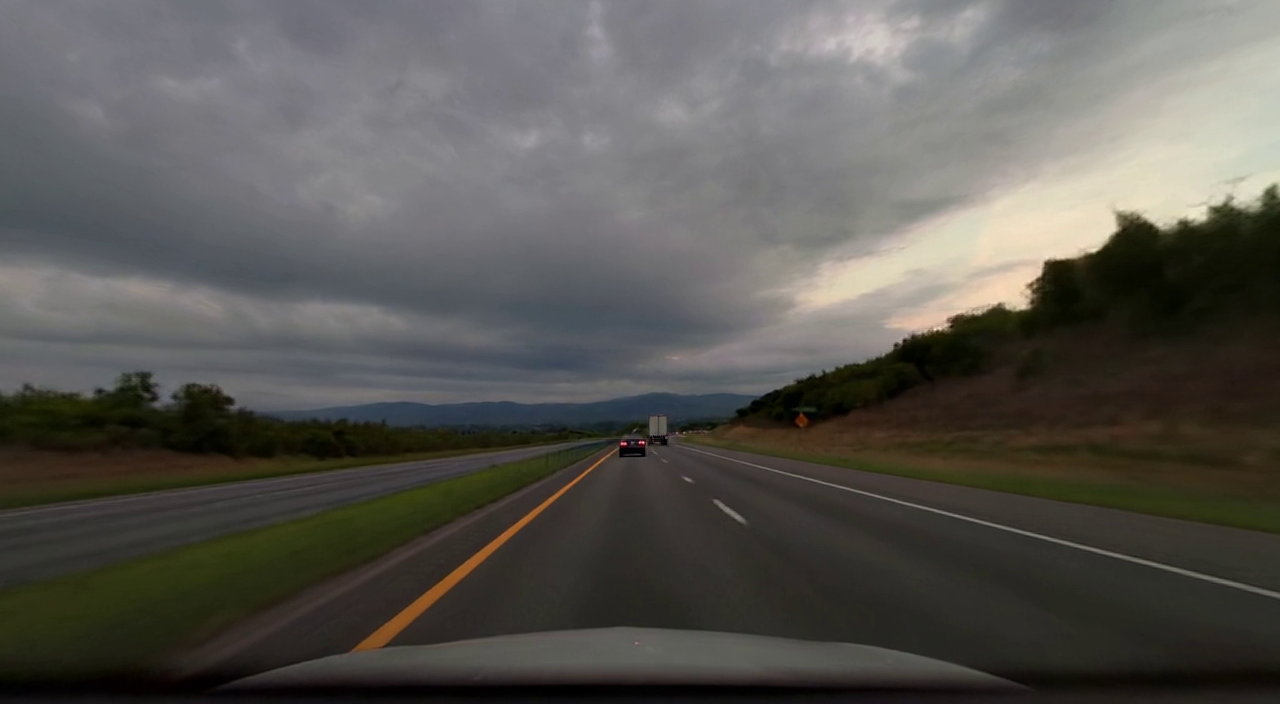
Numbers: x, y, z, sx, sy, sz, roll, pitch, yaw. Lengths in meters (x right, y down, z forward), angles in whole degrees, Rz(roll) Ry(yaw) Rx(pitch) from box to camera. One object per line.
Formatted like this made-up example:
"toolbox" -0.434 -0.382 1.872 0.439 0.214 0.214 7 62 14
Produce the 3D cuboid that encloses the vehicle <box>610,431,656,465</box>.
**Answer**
"vehicle" -0.400 4.945 32.741 2.216 1.623 4.220 0 -8 -1
